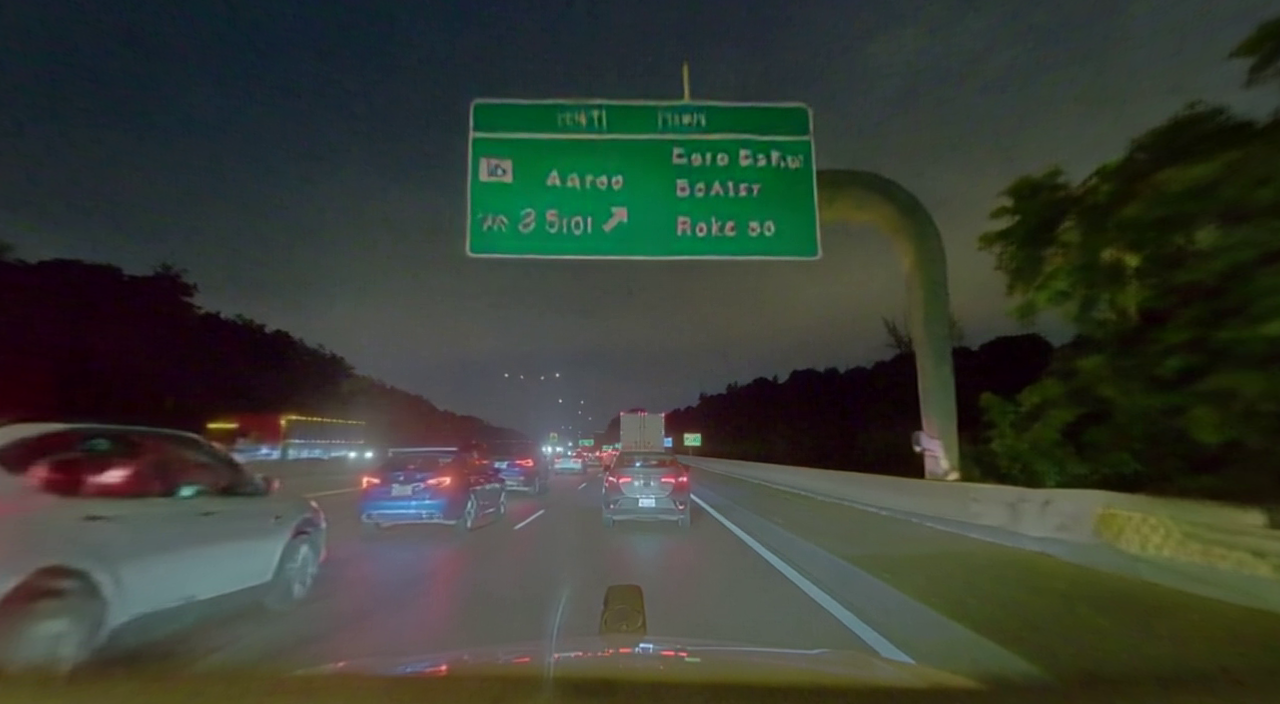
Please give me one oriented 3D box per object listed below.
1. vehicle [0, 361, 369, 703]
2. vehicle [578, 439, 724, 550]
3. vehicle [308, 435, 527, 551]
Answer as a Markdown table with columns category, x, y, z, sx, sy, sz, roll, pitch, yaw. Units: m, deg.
| category | x | y | z | sx | sy | sz | roll | pitch | yaw |
| --- | --- | --- | --- | --- | --- | --- | --- | --- | --- |
| vehicle | -3.649 | 1.057 | 3.716 | 2.165 | 1.638 | 4.317 | 0 | -9 | 0 |
| vehicle | 0.161 | 2.229 | 10.395 | 1.995 | 1.495 | 3.380 | 0 | -9 | 0 |
| vehicle | -3.328 | 2.201 | 10.508 | 1.980 | 1.491 | 4.340 | 0 | -9 | 1 |
